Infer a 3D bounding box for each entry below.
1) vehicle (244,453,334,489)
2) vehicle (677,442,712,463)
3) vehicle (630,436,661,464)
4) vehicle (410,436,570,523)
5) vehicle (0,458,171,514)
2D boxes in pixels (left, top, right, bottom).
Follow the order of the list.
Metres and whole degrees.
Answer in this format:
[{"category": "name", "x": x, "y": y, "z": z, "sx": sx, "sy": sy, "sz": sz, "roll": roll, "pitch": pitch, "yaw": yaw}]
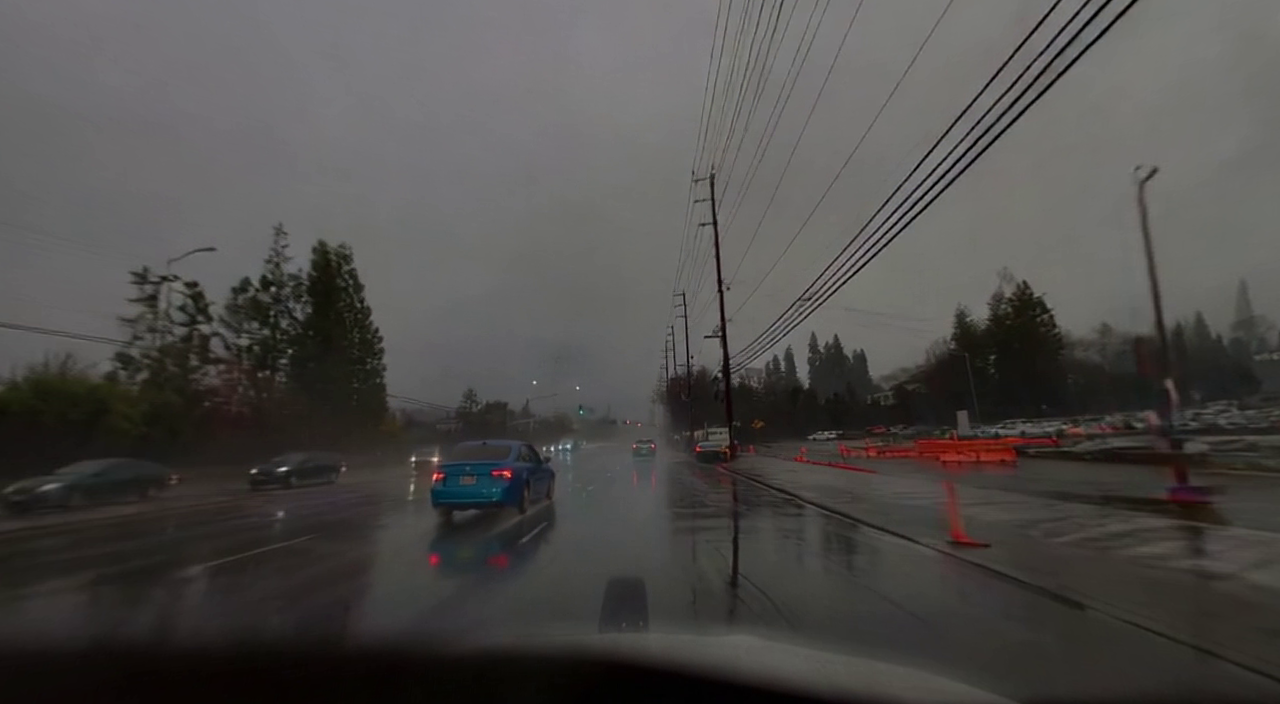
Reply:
[{"category": "vehicle", "x": -16.662, "y": 5.649, "z": 30.175, "sx": 1.879, "sy": 1.545, "sz": 3.943, "roll": -1, "pitch": -9, "yaw": 3}, {"category": "vehicle", "x": 3.900, "y": 7.248, "z": 45.638, "sx": 2.142, "sy": 1.475, "sz": 4.565, "roll": 0, "pitch": -8, "yaw": 0}, {"category": "vehicle", "x": 0.380, "y": 6.792, "z": 43.714, "sx": 2.060, "sy": 1.845, "sz": 4.151, "roll": 0, "pitch": -8, "yaw": 0}, {"category": "vehicle", "x": -2.861, "y": 2.567, "z": 13.350, "sx": 2.087, "sy": 1.480, "sz": 4.825, "roll": 0, "pitch": -8, "yaw": 2}, {"category": "vehicle", "x": -18.047, "y": 4.240, "z": 20.496, "sx": 1.945, "sy": 1.511, "sz": 4.458, "roll": -1, "pitch": -9, "yaw": 5}]
